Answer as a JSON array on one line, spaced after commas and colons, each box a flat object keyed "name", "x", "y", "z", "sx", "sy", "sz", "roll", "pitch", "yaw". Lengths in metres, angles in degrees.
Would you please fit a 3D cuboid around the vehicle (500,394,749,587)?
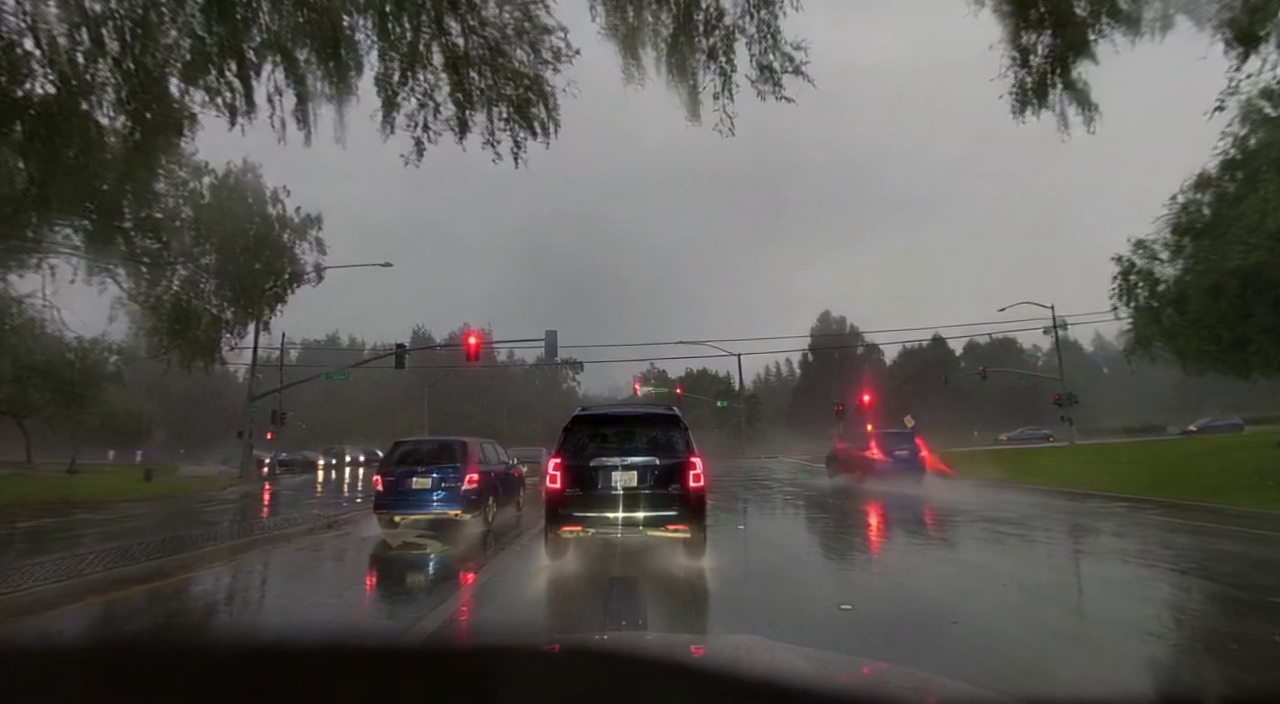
[{"name": "vehicle", "x": -0.143, "y": 1.588, "z": 7.985, "sx": 2.298, "sy": 1.770, "sz": 4.138, "roll": 0, "pitch": -8, "yaw": 0}]

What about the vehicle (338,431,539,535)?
[{"name": "vehicle", "x": -3.366, "y": 2.299, "z": 11.873, "sx": 2.061, "sy": 1.504, "sz": 5.142, "roll": 0, "pitch": -8, "yaw": 0}]

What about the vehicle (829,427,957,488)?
[{"name": "vehicle", "x": 8.044, "y": 3.404, "z": 20.657, "sx": 2.166, "sy": 1.761, "sz": 4.692, "roll": 0, "pitch": -8, "yaw": -1}]
